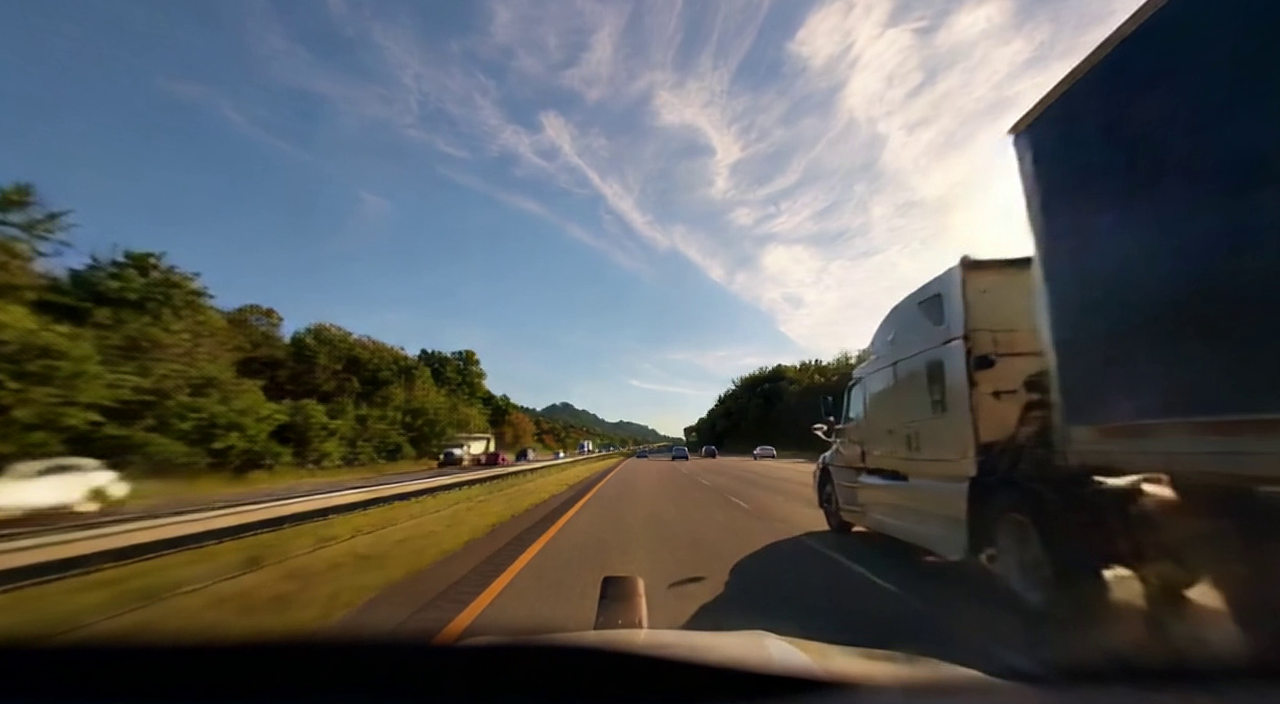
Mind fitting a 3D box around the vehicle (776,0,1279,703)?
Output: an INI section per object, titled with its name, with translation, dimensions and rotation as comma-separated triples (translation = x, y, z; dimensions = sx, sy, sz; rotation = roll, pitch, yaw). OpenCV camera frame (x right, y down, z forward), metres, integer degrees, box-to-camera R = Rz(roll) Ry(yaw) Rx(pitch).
[vehicle]
translation = 4.001, 0.221, 5.731
dimensions = 3.015, 3.877, 10.370
rotation = 0, -9, -1
